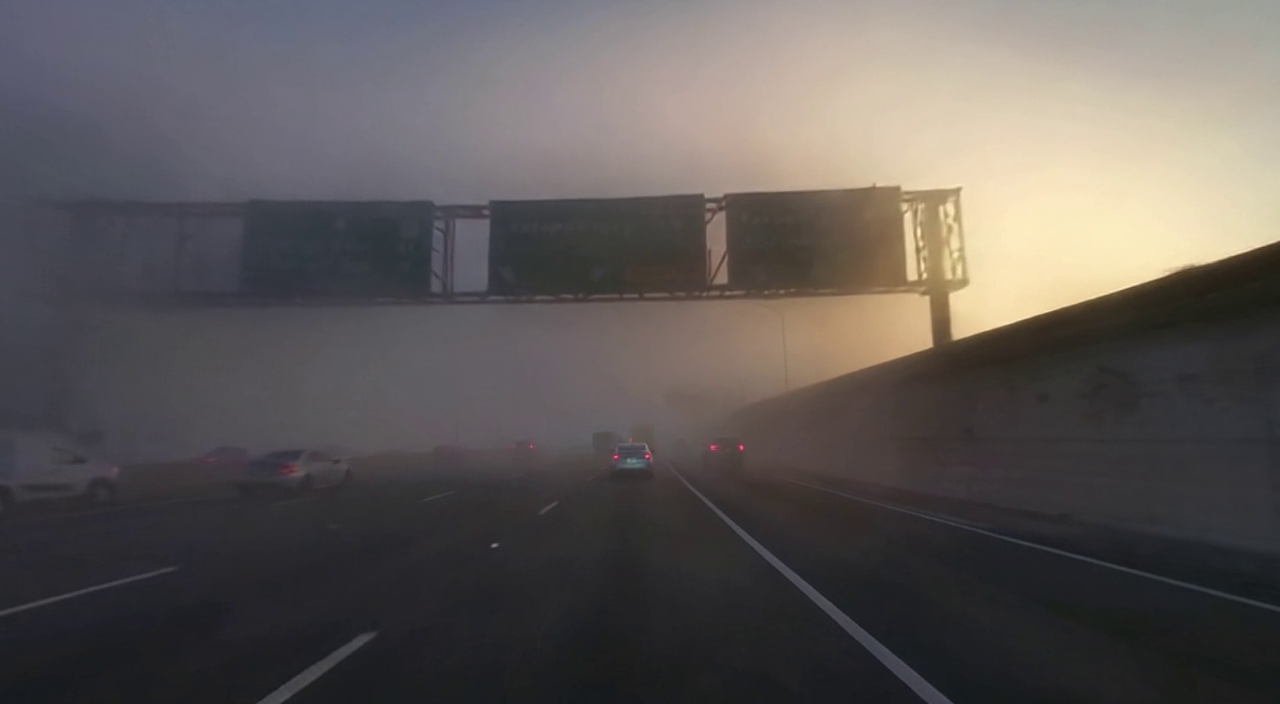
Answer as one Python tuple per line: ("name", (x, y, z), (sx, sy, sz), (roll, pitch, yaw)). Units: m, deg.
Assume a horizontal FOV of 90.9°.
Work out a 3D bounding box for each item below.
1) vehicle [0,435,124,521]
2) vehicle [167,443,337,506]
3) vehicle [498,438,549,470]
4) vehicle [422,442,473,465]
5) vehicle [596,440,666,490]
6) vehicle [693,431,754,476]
("vehicle", (-13.830, 2.626, 13.305), (2.045, 1.712, 4.457), (0, -9, 1))
("vehicle", (-10.519, 3.311, 17.575), (1.961, 1.510, 4.260), (0, -9, 1))
("vehicle", (-6.596, 5.824, 36.135), (2.060, 1.669, 4.242), (0, -9, 1))
("vehicle", (-14.002, 7.399, 46.133), (2.055, 1.628, 4.898), (0, -9, 1))
("vehicle", (-0.241, 3.638, 20.721), (2.042, 1.446, 4.269), (0, -9, 1))
("vehicle", (3.517, 4.360, 27.310), (2.001, 1.771, 4.250), (0, -9, -1))
